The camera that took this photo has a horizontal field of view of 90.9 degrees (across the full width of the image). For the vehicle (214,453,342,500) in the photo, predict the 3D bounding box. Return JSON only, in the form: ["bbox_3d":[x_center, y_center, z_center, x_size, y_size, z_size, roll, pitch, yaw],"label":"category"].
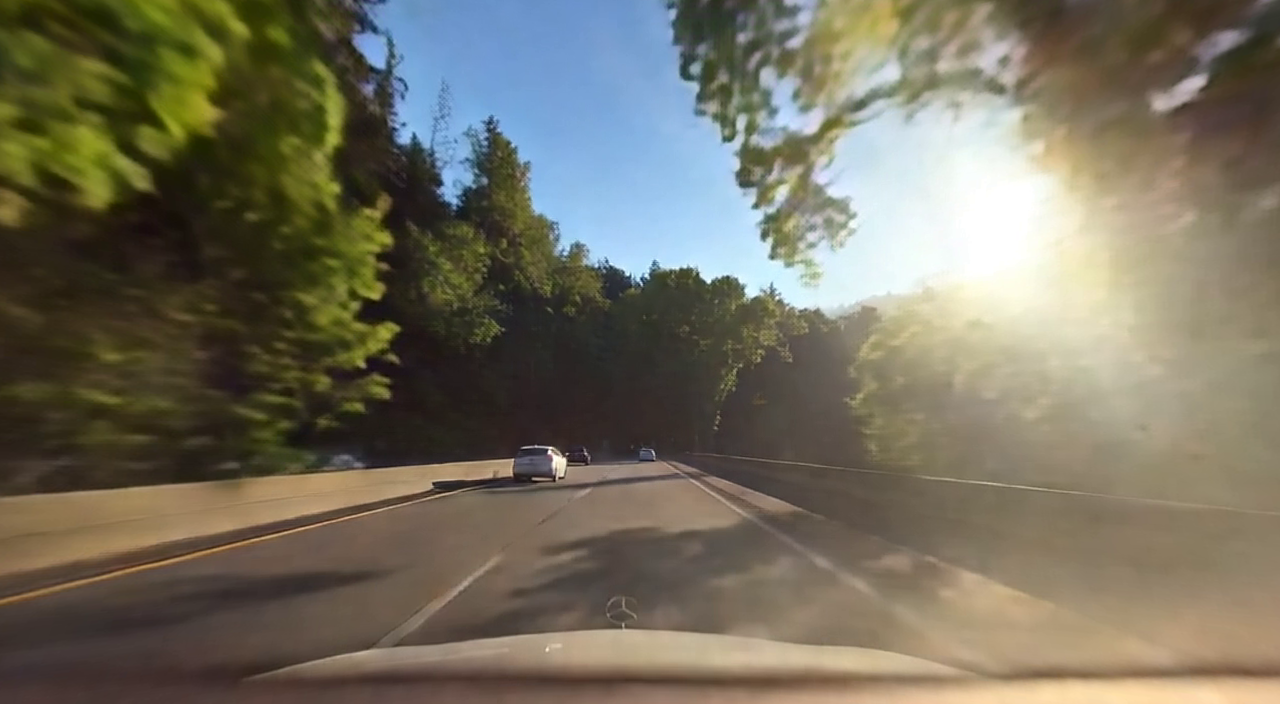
[{"bbox_3d":[-12.421,4.266,22.002,1.909,1.442,4.293,0,-9,0],"label":"vehicle"}]

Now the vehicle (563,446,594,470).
[{"bbox_3d":[-4.324,7.501,44.735,1.834,1.615,3.624,0,-9,0],"label":"vehicle"}]

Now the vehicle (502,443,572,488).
[{"bbox_3d":[-3.773,4.227,23.707,1.978,1.538,3.755,0,-9,0],"label":"vehicle"}]

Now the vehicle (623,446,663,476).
[{"bbox_3d":[0.138,5.795,33.576,2.001,1.490,3.914,0,-9,0],"label":"vehicle"}]
